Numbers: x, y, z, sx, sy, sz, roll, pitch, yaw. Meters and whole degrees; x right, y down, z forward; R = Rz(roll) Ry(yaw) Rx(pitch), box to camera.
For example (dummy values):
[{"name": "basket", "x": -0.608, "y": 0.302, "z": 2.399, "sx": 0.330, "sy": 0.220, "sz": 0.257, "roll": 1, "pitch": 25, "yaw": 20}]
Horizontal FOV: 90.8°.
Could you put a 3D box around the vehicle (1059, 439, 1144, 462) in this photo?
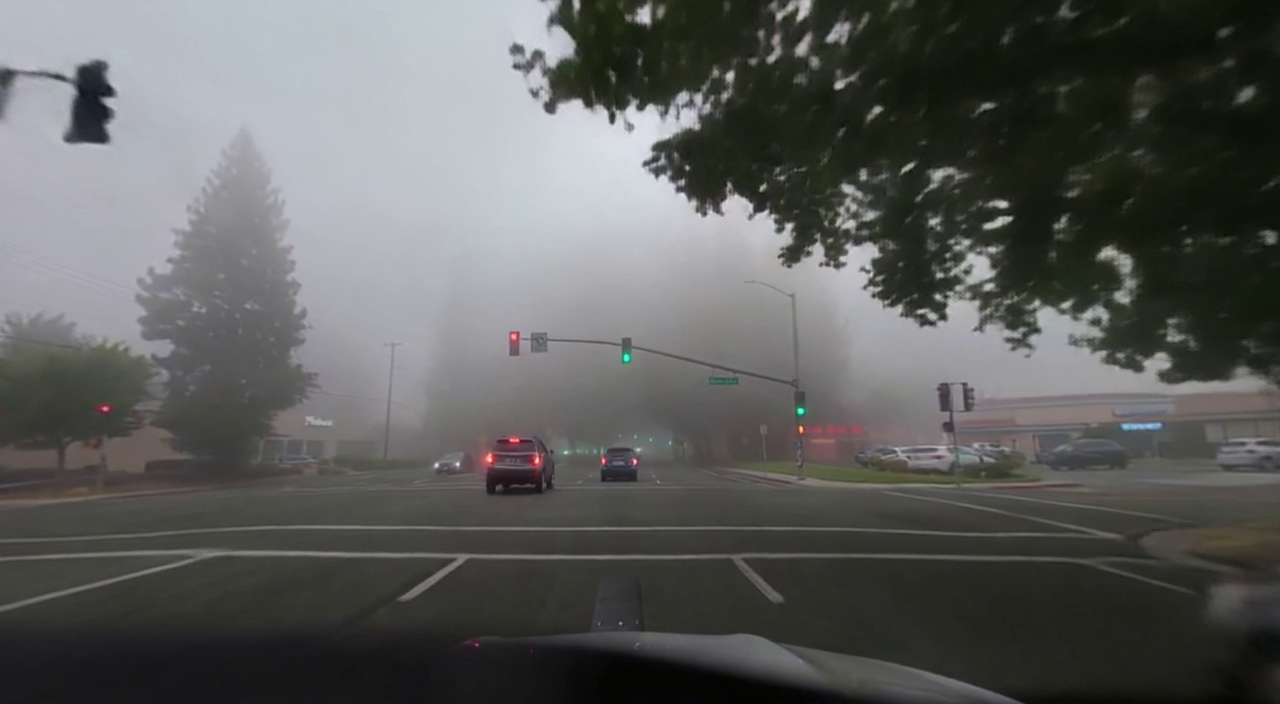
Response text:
[{"name": "vehicle", "x": 31.521, "y": 6.727, "z": 43.205, "sx": 4.347, "sy": 1.457, "sz": 1.785, "roll": 0, "pitch": -9, "yaw": 0}]

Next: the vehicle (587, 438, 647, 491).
[{"name": "vehicle", "x": -0.812, "y": 4.156, "z": 23.702, "sx": 2.061, "sy": 1.809, "sz": 4.141, "roll": 0, "pitch": -9, "yaw": -1}]

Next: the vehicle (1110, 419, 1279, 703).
[{"name": "vehicle", "x": 3.584, "y": 0.775, "z": 1.030, "sx": 2.207, "sy": 1.447, "sz": 4.418, "roll": 0, "pitch": -9, "yaw": 0}]

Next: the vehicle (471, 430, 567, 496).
[{"name": "vehicle", "x": -4.028, "y": 3.810, "z": 22.185, "sx": 2.252, "sy": 1.999, "sz": 5.605, "roll": 0, "pitch": -8, "yaw": 0}]

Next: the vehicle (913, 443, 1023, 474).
[{"name": "vehicle", "x": 18.877, "y": 6.140, "z": 36.542, "sx": 5.209, "sy": 1.743, "sz": 2.081, "roll": 0, "pitch": -9, "yaw": -1}]

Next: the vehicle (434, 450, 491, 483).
[{"name": "vehicle", "x": -9.404, "y": 6.061, "z": 33.766, "sx": 1.867, "sy": 1.427, "sz": 4.371, "roll": -3, "pitch": -8, "yaw": -1}]
